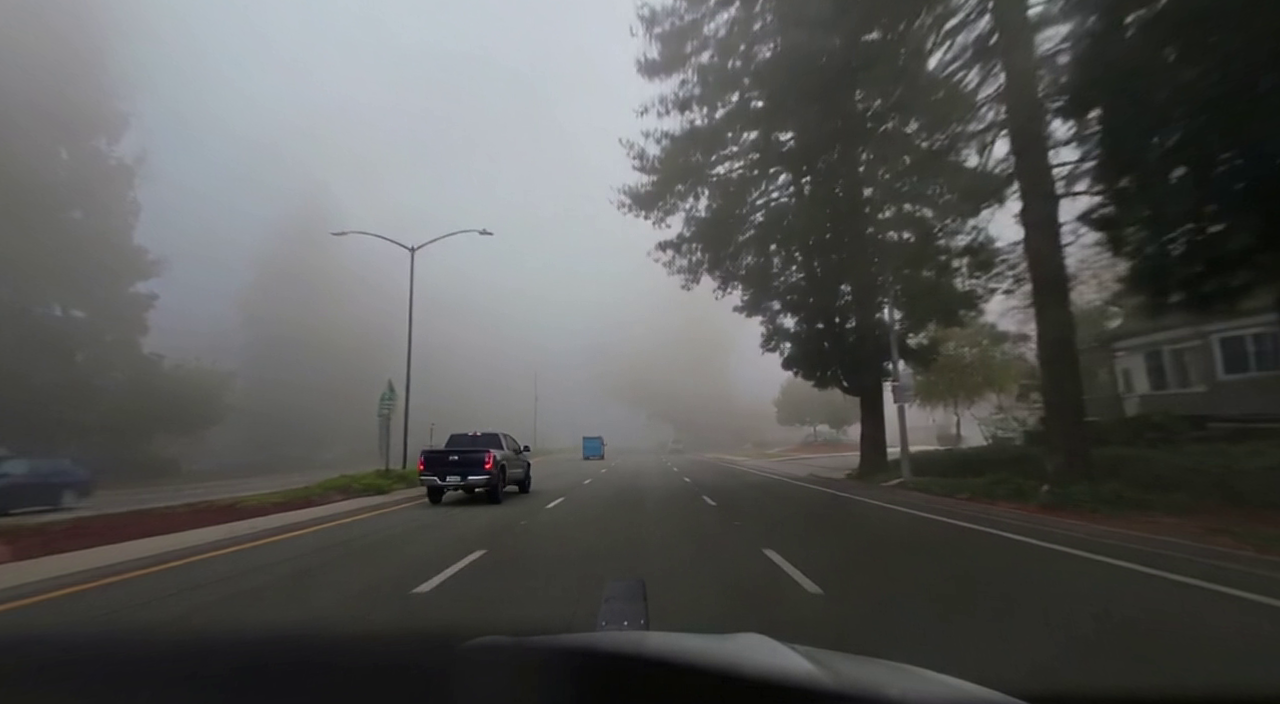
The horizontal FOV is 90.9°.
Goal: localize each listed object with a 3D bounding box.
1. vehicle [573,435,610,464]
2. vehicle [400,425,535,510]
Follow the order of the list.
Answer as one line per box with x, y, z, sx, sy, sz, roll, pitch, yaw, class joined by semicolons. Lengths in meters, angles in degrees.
-3.480;7.075;45.905;2.230;1.987;4.385;-1;-8;1;vehicle
-4.036;2.788;15.685;2.002;1.747;4.728;0;-8;0;vehicle
